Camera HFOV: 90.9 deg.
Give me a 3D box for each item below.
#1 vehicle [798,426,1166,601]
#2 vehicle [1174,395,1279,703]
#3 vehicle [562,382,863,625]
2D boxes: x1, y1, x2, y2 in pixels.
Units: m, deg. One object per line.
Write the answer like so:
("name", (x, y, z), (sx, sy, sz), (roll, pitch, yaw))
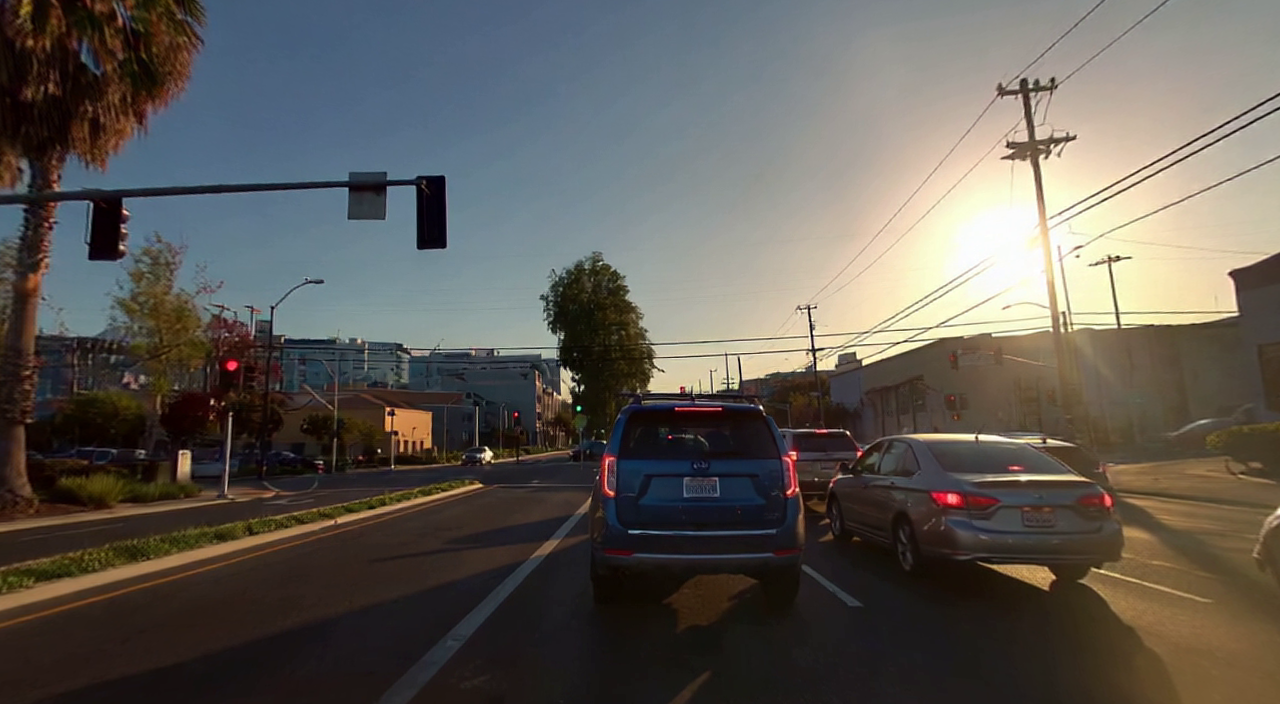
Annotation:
("vehicle", (3.438, 1.686, 7.514), (1.895, 1.456, 4.255), (0, -9, -2))
("vehicle", (3.359, 0.645, 0.663), (1.805, 1.485, 4.348), (0, -9, 1))
("vehicle", (0.457, 1.432, 6.882), (2.228, 1.780, 4.269), (0, -9, -2))
